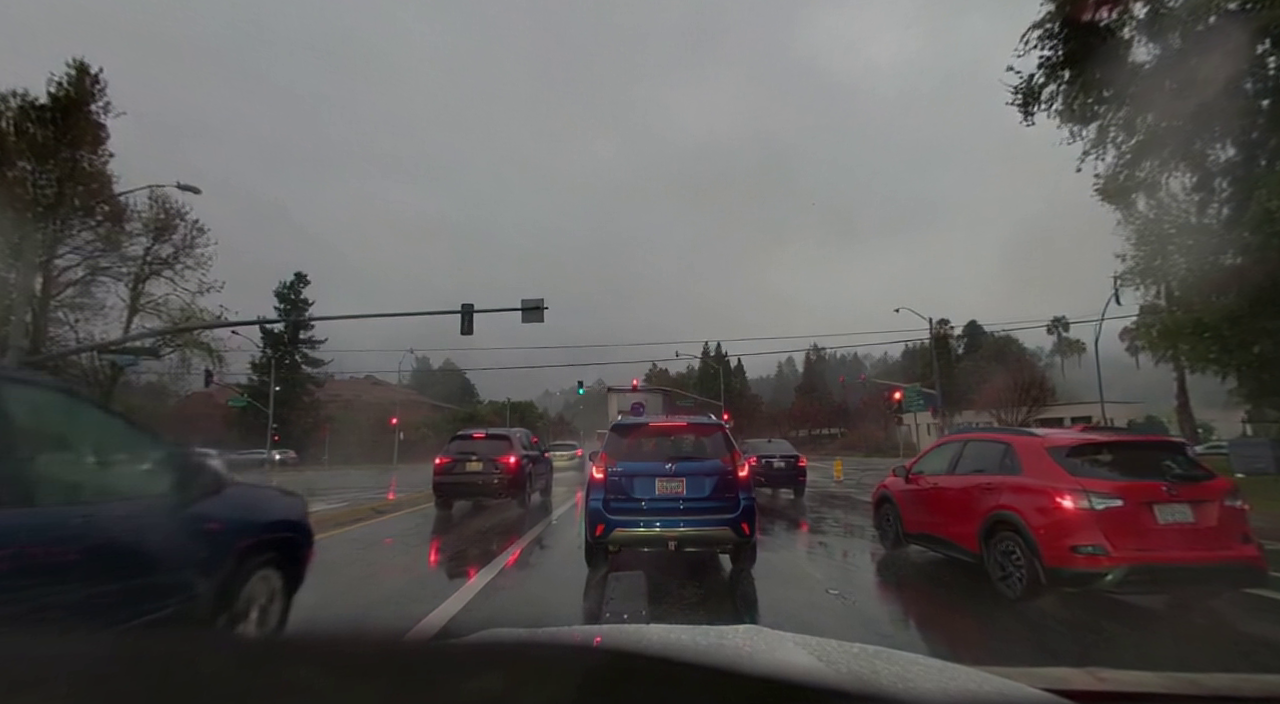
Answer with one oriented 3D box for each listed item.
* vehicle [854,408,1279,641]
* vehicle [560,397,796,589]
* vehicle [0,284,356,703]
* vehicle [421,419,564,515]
[{"bbox_3d":[3.913,1.490,6.438,1.954,1.592,3.992,0,-8,-1],"label":"vehicle"},{"bbox_3d":[0.375,1.626,8.074,2.172,1.764,4.338,0,-8,1],"label":"vehicle"},{"bbox_3d":[-3.212,0.717,2.173,2.209,1.828,4.847,0,-8,0],"label":"vehicle"},{"bbox_3d":[-3.113,2.575,14.582,2.054,1.814,4.941,0,-8,1],"label":"vehicle"}]
